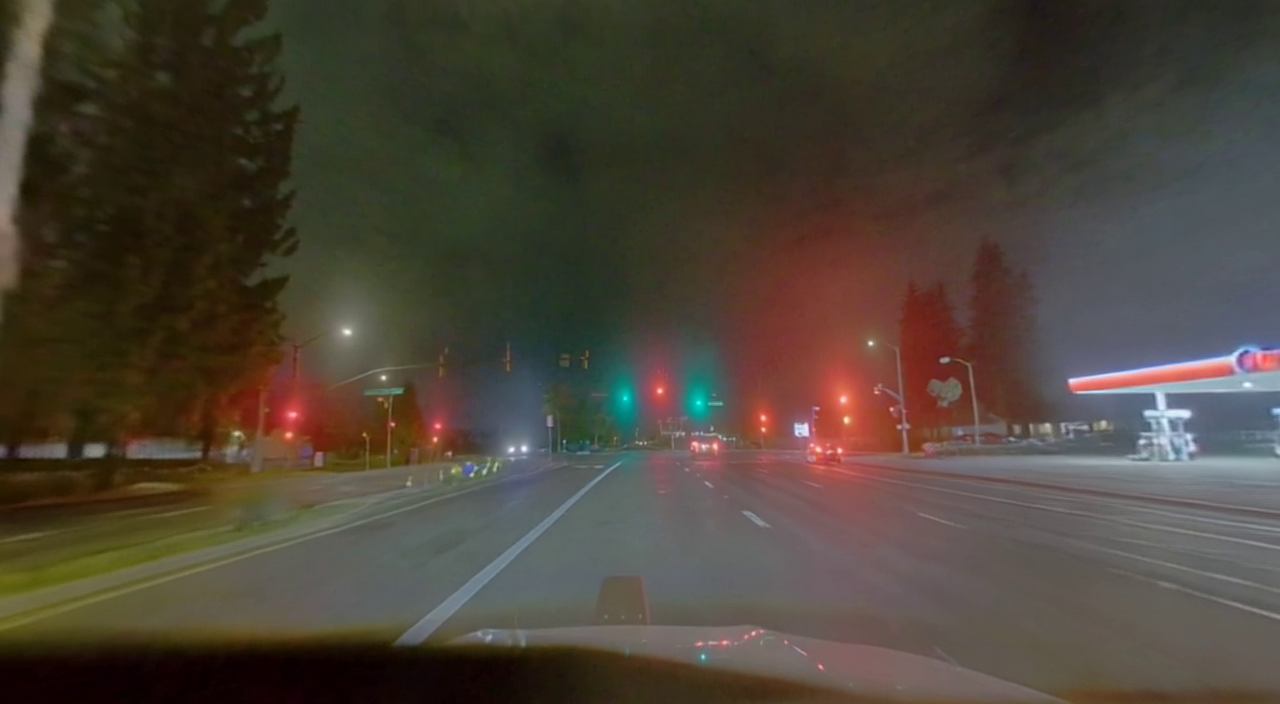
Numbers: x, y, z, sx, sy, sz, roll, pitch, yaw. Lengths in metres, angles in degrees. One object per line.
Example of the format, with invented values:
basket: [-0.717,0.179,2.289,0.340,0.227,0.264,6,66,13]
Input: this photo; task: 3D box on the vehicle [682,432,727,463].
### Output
vehicle: [3.734,5.598,36.906,2.090,1.717,4.063,0,-8,-1]
